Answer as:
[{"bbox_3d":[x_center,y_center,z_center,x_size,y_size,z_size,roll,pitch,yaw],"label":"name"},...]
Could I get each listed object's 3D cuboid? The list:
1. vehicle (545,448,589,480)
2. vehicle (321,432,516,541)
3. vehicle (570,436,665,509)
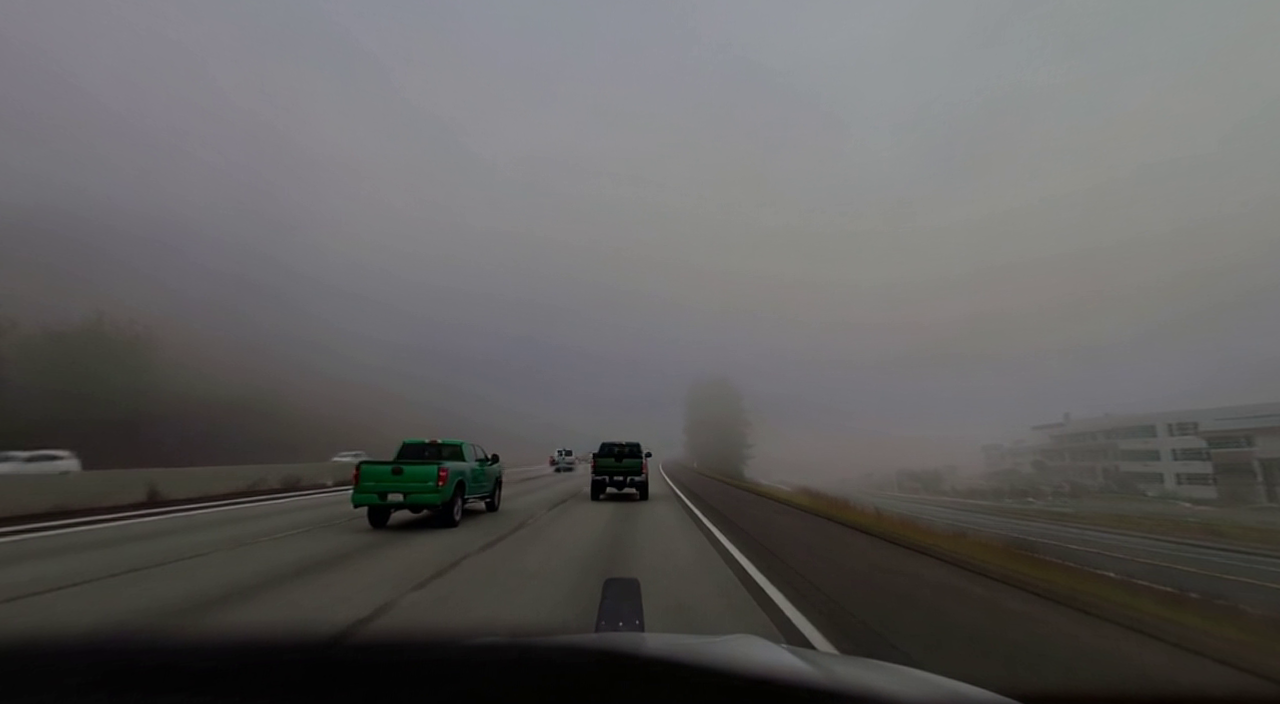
[{"bbox_3d":[-4.307,6.661,37.975,1.991,1.776,4.333,0,-8,1],"label":"vehicle"},{"bbox_3d":[-4.024,2.523,12.652,2.038,1.704,5.181,0,-8,0],"label":"vehicle"},{"bbox_3d":[-0.504,3.248,17.559,2.293,1.753,4.380,0,-8,1],"label":"vehicle"}]
